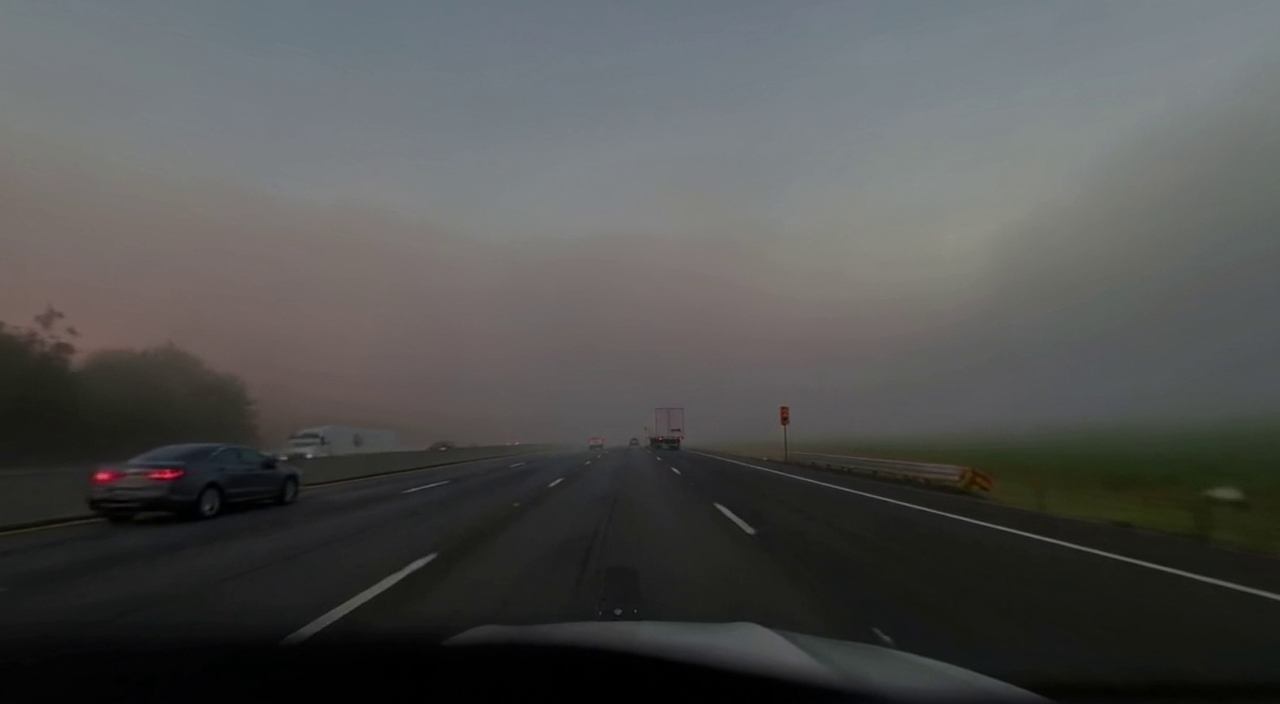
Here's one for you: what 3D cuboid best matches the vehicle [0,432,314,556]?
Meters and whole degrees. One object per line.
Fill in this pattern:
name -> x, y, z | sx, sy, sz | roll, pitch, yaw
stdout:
vehicle -> -7.155, 1.987, 9.732 | 2.018, 1.454, 4.290 | 0, -8, -1

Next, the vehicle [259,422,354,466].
vehicle -> -23.752, 6.579, 45.416 | 2.828, 2.928, 7.178 | 0, -8, 1
